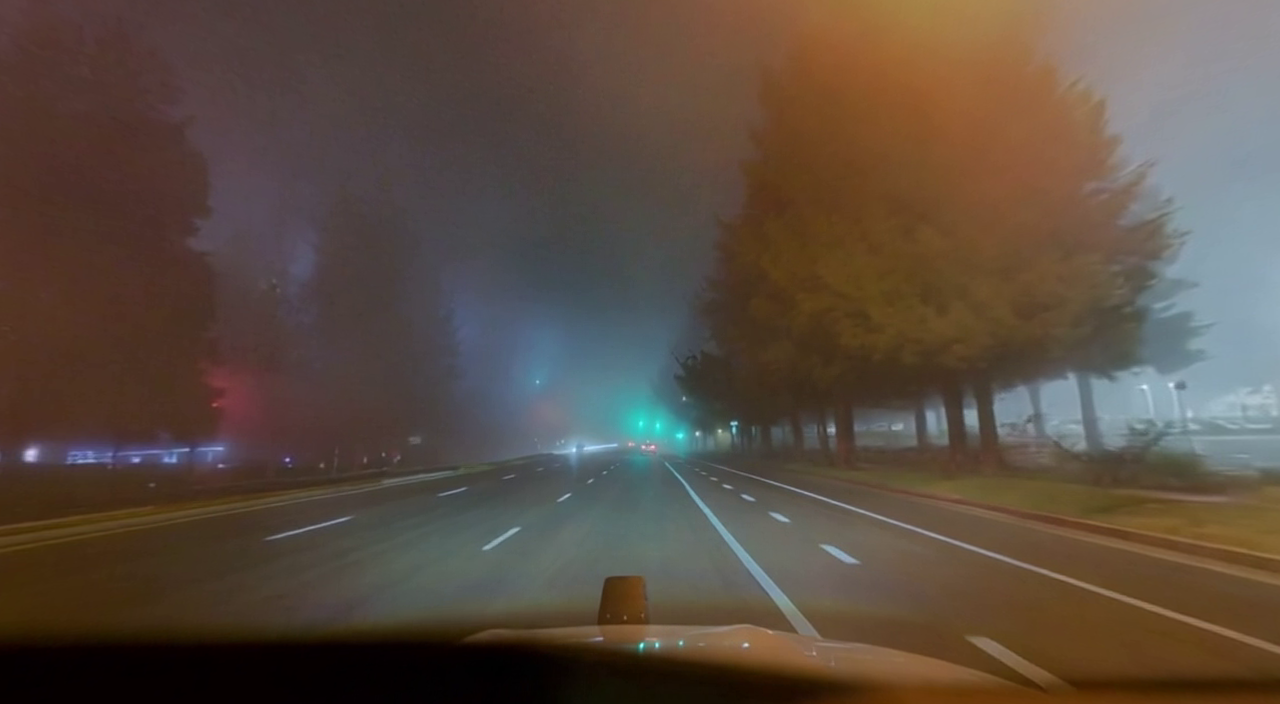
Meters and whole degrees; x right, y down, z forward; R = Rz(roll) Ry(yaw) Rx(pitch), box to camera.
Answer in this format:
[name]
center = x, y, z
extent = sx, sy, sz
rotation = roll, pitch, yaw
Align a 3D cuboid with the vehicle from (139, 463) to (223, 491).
[vehicle]
center = -29.929, 8.152, 41.307
extent = 1.894, 1.552, 4.677
rotation = 0, -8, 2
